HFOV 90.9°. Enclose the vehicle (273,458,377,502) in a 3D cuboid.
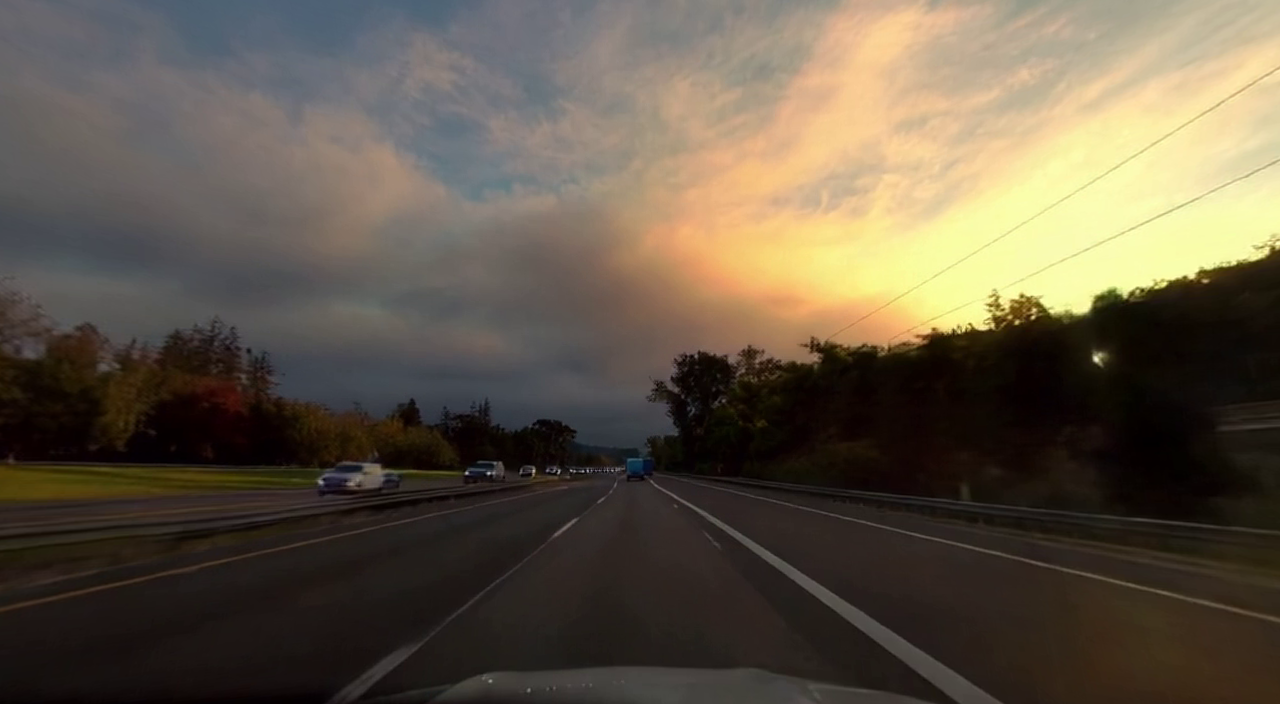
[{"bbox_3d":[-12.856,5.275,26.076,2.058,1.622,4.181,1,-11,1],"label":"vehicle"}]
